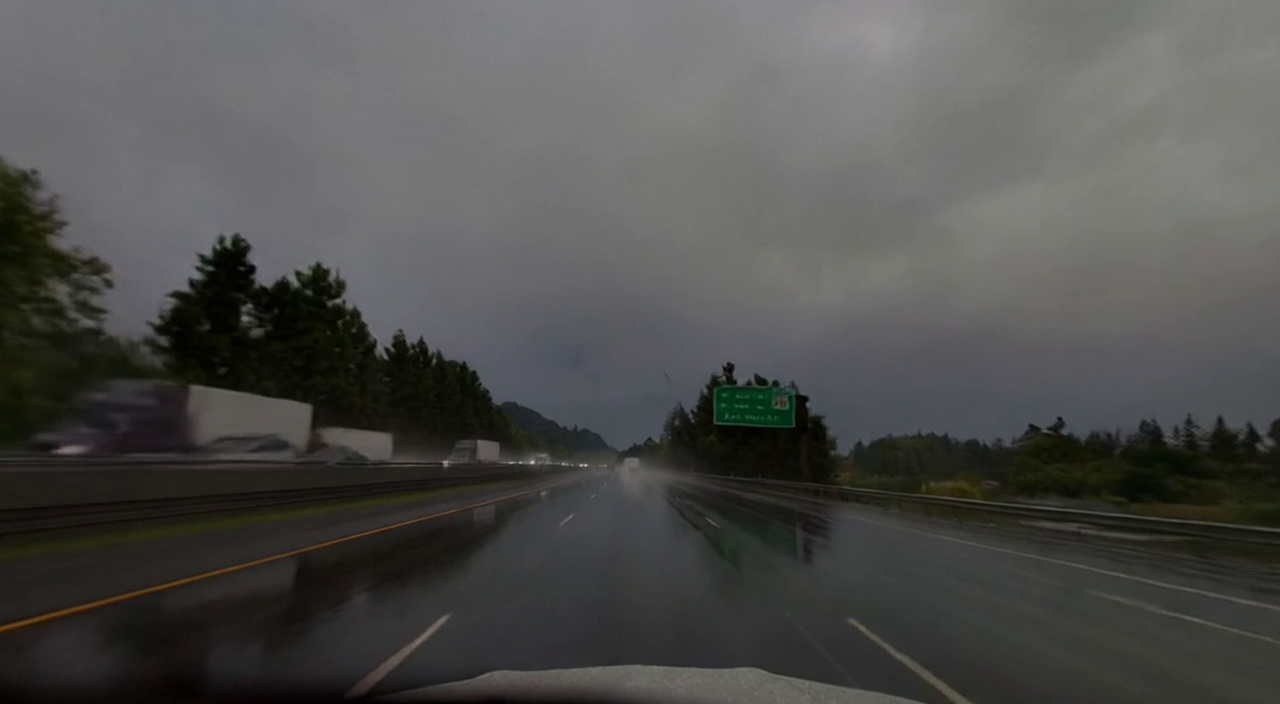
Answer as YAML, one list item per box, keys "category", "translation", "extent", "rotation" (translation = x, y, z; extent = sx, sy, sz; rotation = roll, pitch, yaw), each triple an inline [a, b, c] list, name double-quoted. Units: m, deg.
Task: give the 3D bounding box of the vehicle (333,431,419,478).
- category: "vehicle"
  translation: [-15.914, 6.319, 38.449]
  extent: [2.531, 2.623, 6.001]
  rotation: [1, -10, 0]

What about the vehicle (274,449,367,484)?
- category: "vehicle"
  translation: [-15.745, 5.686, 31.353]
  extent: [2.209, 1.568, 4.655]
  rotation: [1, -10, -1]

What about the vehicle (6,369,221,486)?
- category: "vehicle"
  translation: [-19.935, 3.099, 24.508]
  extent: [3.015, 3.967, 5.813]
  rotation: [1, -10, -1]
